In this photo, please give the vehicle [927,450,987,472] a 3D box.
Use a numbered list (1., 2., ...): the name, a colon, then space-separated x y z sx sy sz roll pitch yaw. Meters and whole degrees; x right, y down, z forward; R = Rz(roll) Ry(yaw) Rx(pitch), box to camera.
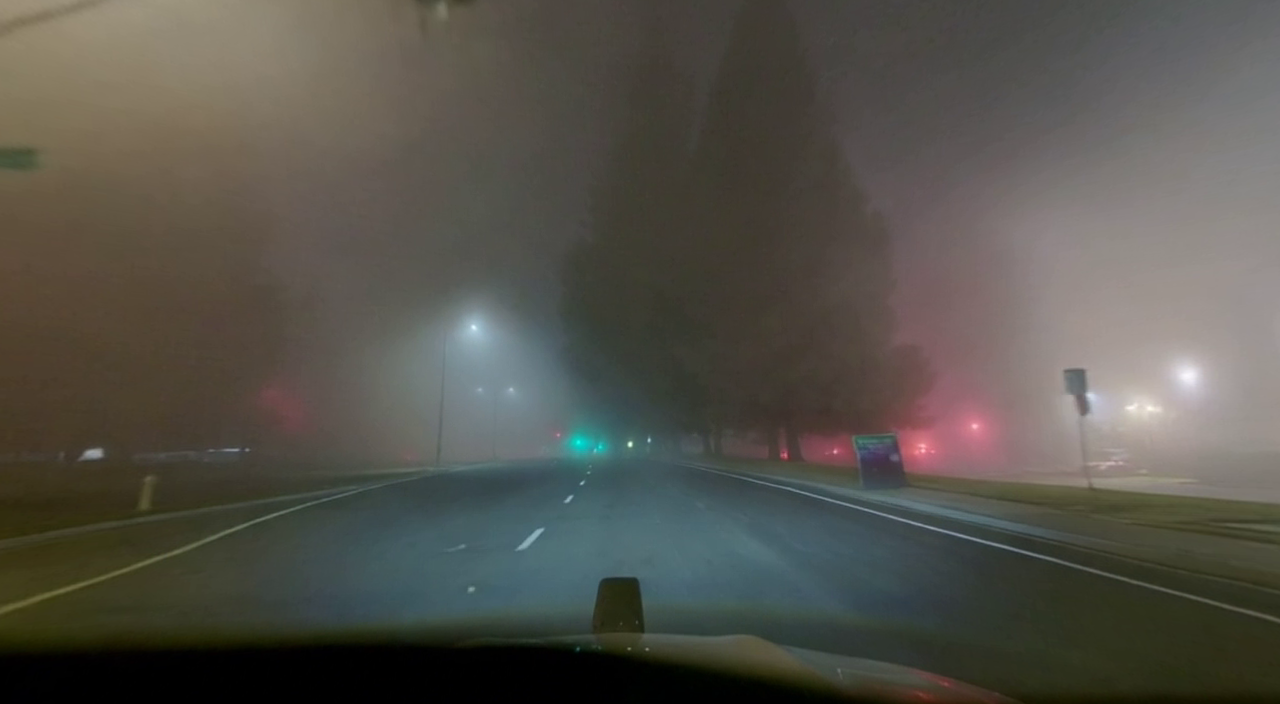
1. vehicle: 23.932 8.238 47.931 1.905 1.575 4.678 0 -8 -3
